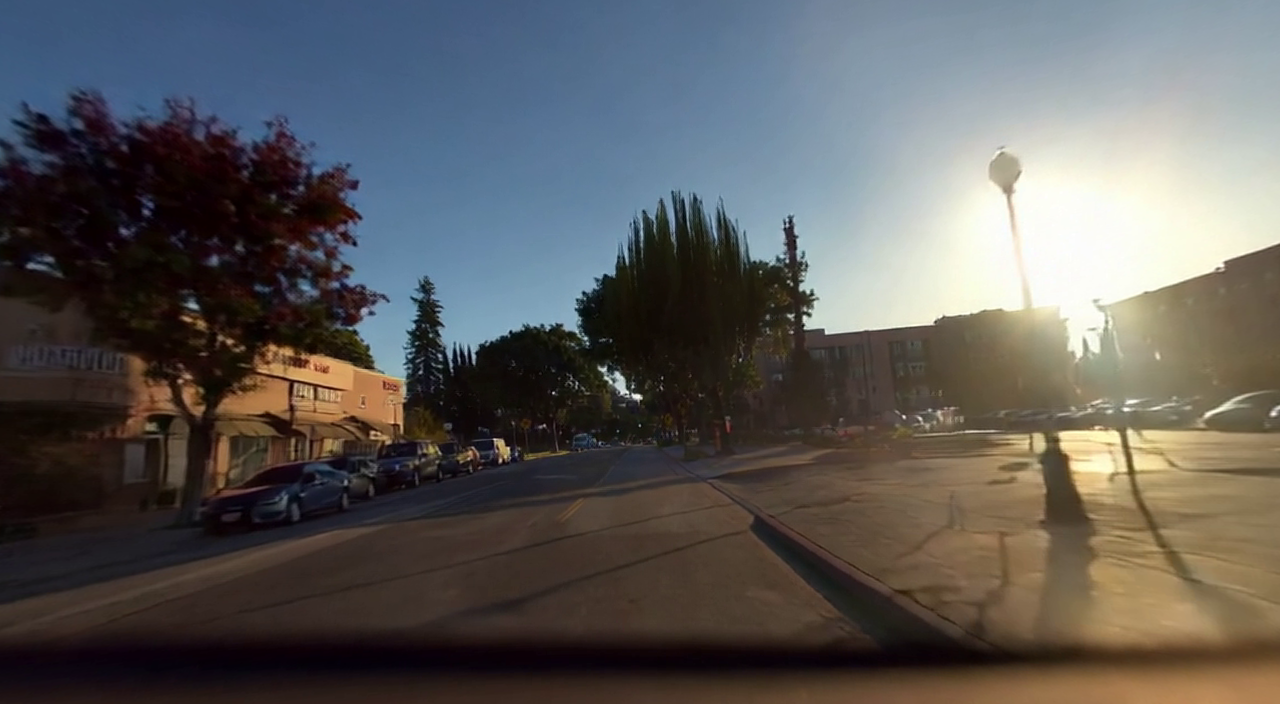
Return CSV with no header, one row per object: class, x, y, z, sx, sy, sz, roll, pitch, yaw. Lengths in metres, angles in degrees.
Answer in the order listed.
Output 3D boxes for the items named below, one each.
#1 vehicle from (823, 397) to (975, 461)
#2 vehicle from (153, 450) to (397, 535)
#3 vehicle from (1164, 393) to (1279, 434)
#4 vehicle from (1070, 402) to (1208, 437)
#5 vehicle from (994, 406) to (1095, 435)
vehicle,10.978,3.265,26.945,5.453,1.794,2.011,-9,-6,-2
vehicle,-8.671,3.306,15.353,1.879,1.543,4.778,-12,-13,43
vehicle,23.393,2.418,24.296,4.418,1.472,2.109,0,-8,-1
vehicle,23.195,3.171,29.378,4.746,1.536,1.914,0,-8,0
vehicle,23.739,4.051,37.025,4.521,1.634,1.996,0,-8,0
